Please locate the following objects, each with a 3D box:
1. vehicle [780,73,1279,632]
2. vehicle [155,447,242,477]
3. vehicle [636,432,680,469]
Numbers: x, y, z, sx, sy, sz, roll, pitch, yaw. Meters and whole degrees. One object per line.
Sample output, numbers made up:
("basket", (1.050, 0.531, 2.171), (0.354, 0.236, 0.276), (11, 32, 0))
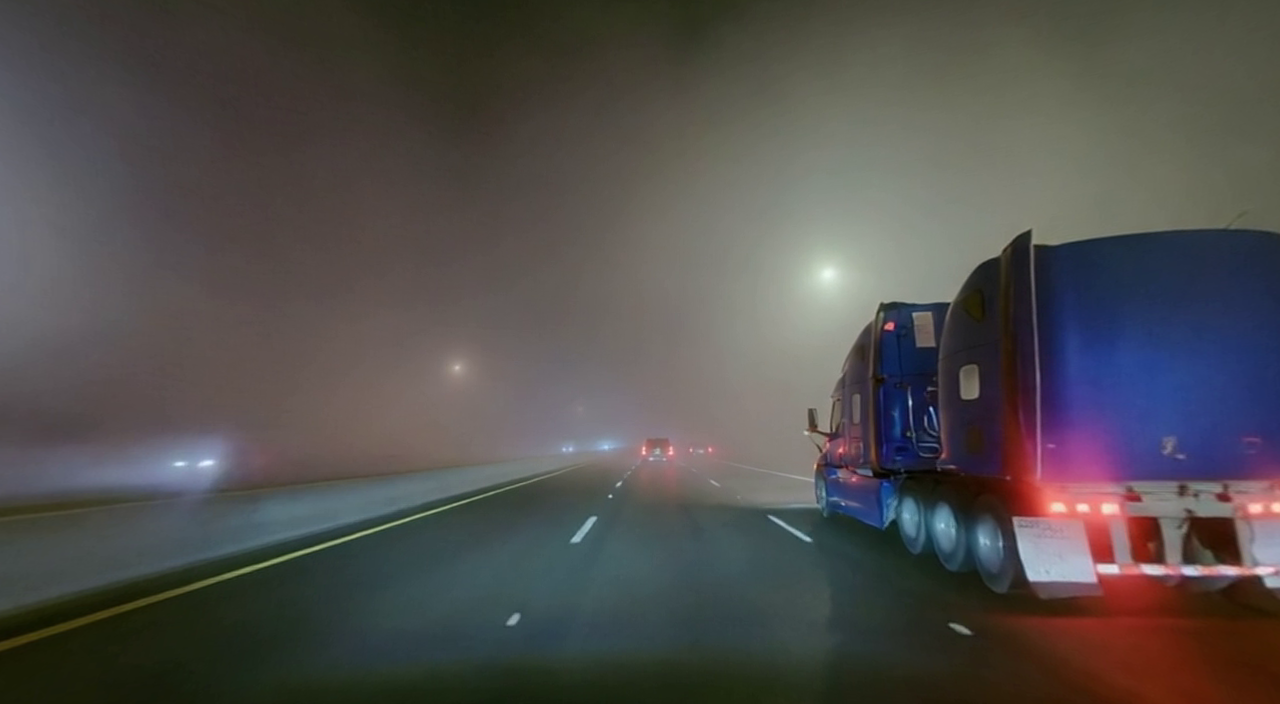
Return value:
("vehicle", (4.400, 0.515, 8.730), (3.030, 3.985, 8.655), (-1, -8, 1))
("vehicle", (-24.708, 6.148, 35.461), (1.780, 1.583, 3.815), (-1, -9, 7))
("vehicle", (0.946, 5.335, 34.400), (2.205, 1.860, 4.301), (0, -8, 1))
